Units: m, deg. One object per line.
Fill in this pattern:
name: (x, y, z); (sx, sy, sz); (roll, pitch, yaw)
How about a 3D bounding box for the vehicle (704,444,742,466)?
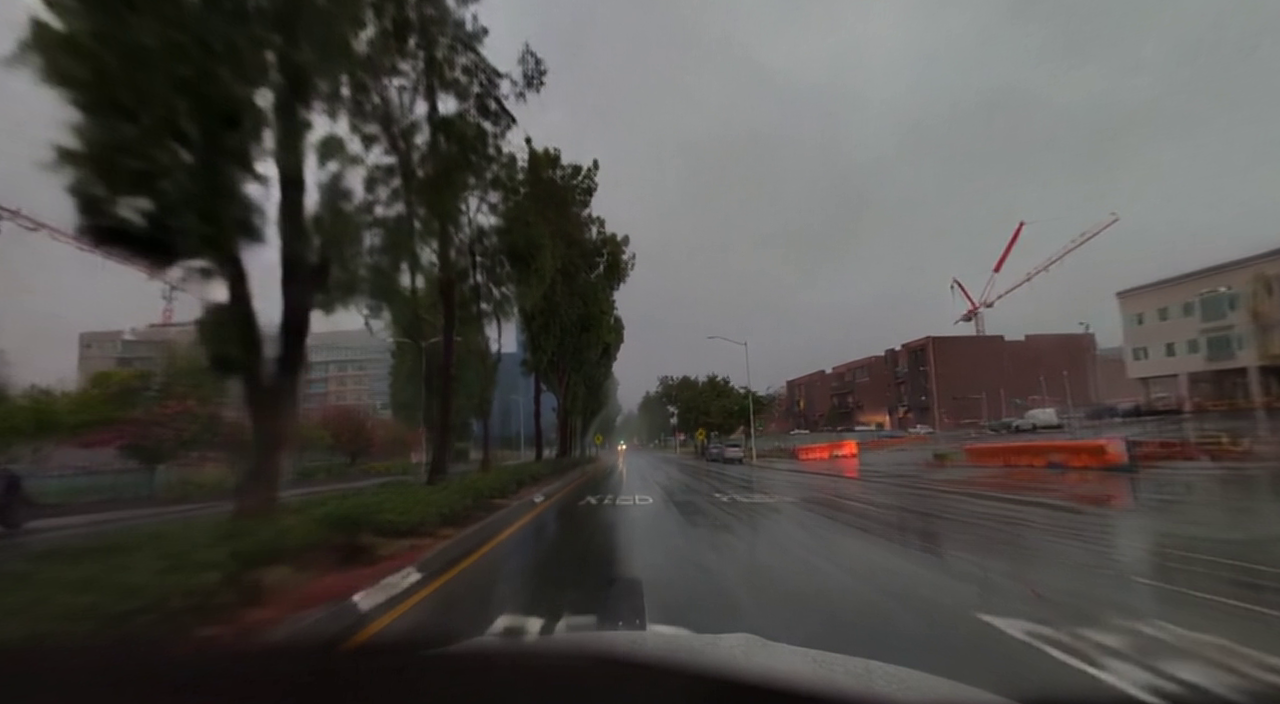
vehicle: (6.280, 7.837, 48.384); (1.986, 1.498, 5.099); (3, -9, -2)
